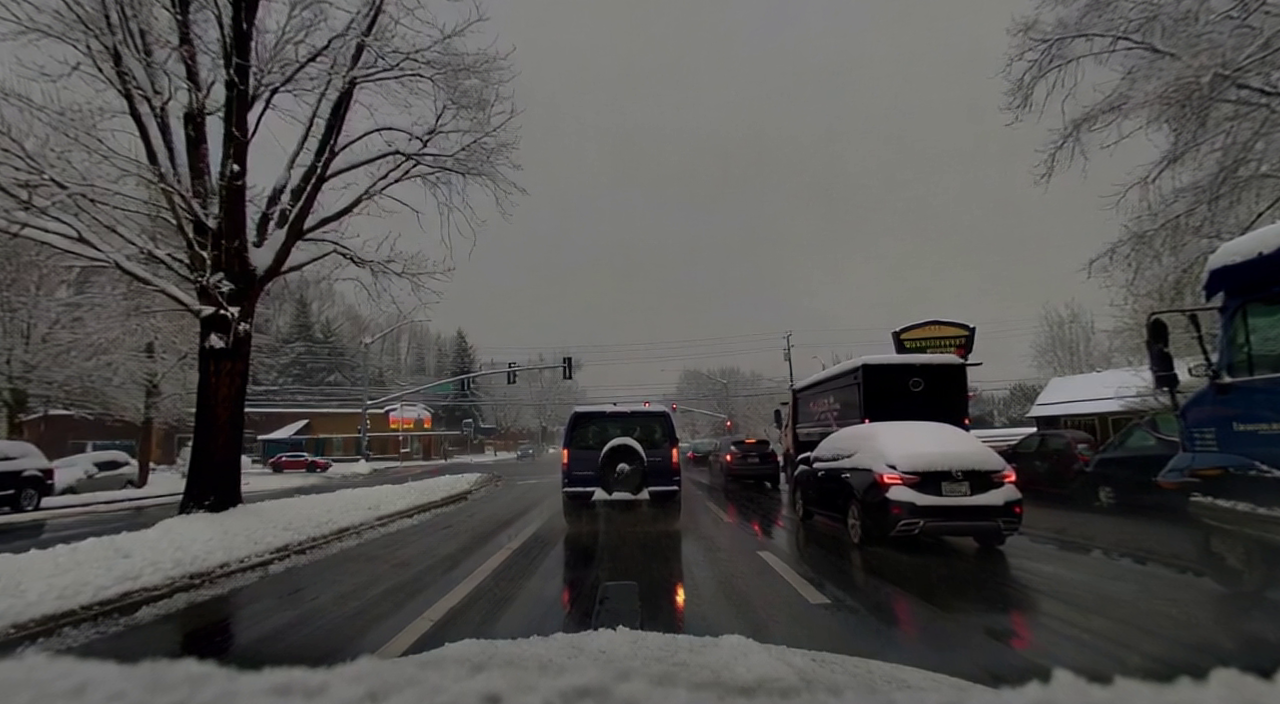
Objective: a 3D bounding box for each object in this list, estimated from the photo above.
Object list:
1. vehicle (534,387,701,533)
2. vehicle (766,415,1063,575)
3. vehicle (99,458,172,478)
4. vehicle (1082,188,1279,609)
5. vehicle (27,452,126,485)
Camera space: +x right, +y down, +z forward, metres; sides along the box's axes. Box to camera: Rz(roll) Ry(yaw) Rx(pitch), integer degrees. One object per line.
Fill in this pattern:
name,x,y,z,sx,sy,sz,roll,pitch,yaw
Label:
vehicle,-0.370,2.005,12.131,2.499,2.183,5.111,0,-9,-1
vehicle,3.263,1.810,8.904,1.905,1.587,4.998,0,-9,0
vehicle,-38.193,8.784,47.852,4.150,1.474,1.826,-1,-9,7
vehicle,6.521,0.116,3.377,2.802,3.322,7.429,0,-9,0
vehicle,-28.577,5.888,32.196,1.730,1.534,3.922,1,-9,-7
